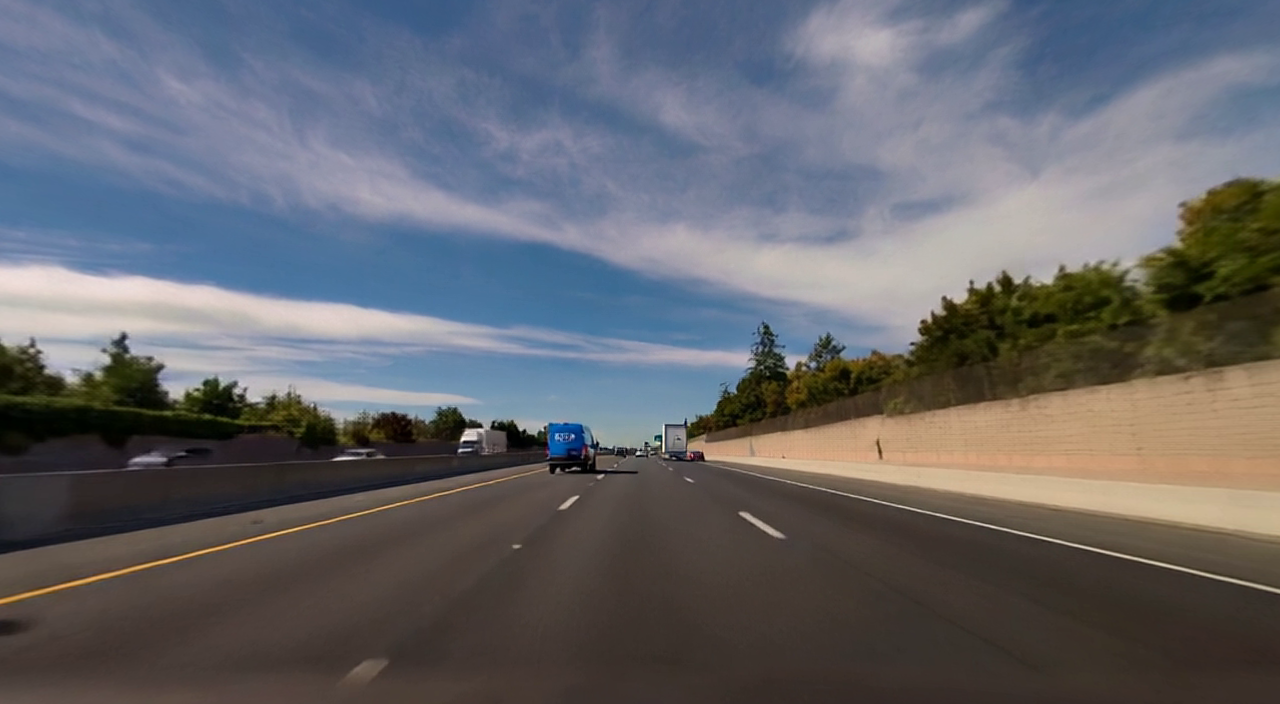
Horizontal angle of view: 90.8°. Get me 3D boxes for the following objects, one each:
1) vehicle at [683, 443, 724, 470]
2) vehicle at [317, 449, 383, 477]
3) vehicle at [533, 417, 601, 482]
[{"bbox_3d":[4.065,6.757,41.040,2.066,1.638,4.158,0,-9,-2],"label":"vehicle"},{"bbox_3d":[-16.283,6.235,35.617,1.745,1.456,4.110,0,-9,0],"label":"vehicle"},{"bbox_3d":[-3.199,4.537,29.464,2.380,2.648,6.879,0,-9,0],"label":"vehicle"}]
